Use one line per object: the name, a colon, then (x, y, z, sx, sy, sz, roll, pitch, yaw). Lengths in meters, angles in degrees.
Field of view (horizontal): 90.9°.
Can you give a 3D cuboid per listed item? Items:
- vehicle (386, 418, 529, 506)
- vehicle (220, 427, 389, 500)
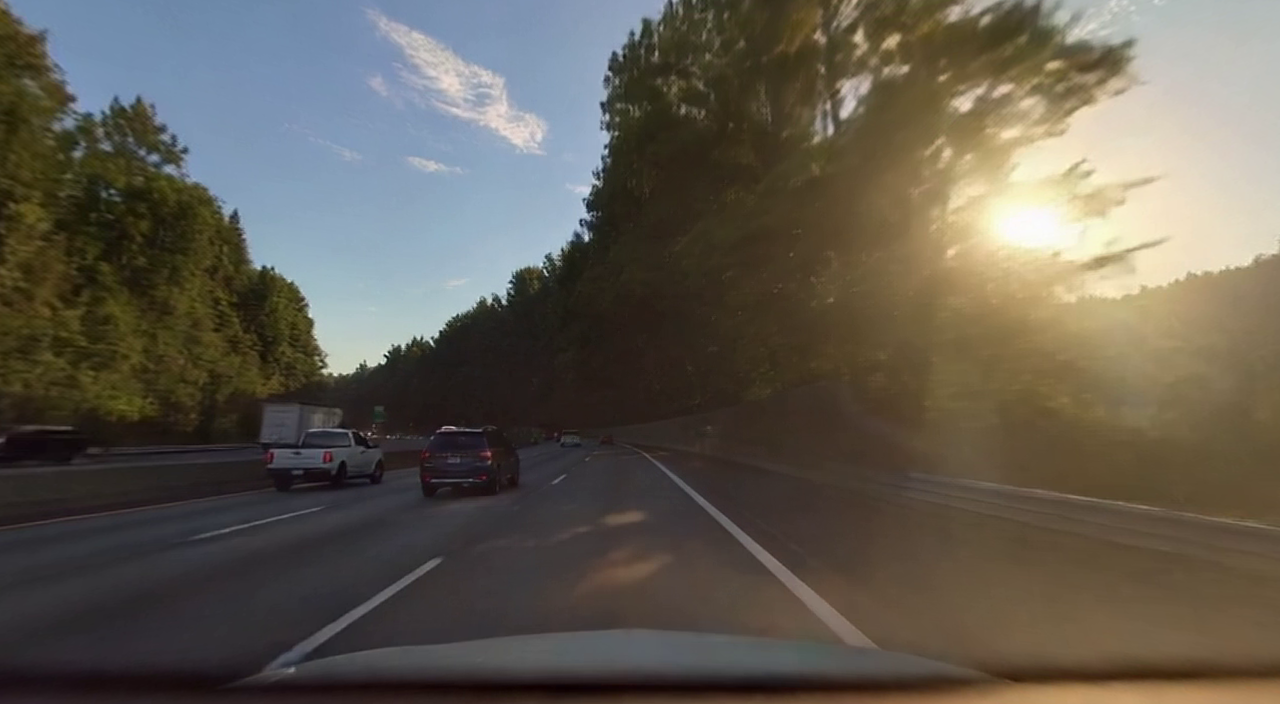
vehicle: (-3.869, 2.390, 14.184, 2.034, 1.675, 4.080, 0, -8, -1)
vehicle: (-8.031, 2.668, 15.594, 2.000, 1.552, 3.946, 0, -8, -1)
